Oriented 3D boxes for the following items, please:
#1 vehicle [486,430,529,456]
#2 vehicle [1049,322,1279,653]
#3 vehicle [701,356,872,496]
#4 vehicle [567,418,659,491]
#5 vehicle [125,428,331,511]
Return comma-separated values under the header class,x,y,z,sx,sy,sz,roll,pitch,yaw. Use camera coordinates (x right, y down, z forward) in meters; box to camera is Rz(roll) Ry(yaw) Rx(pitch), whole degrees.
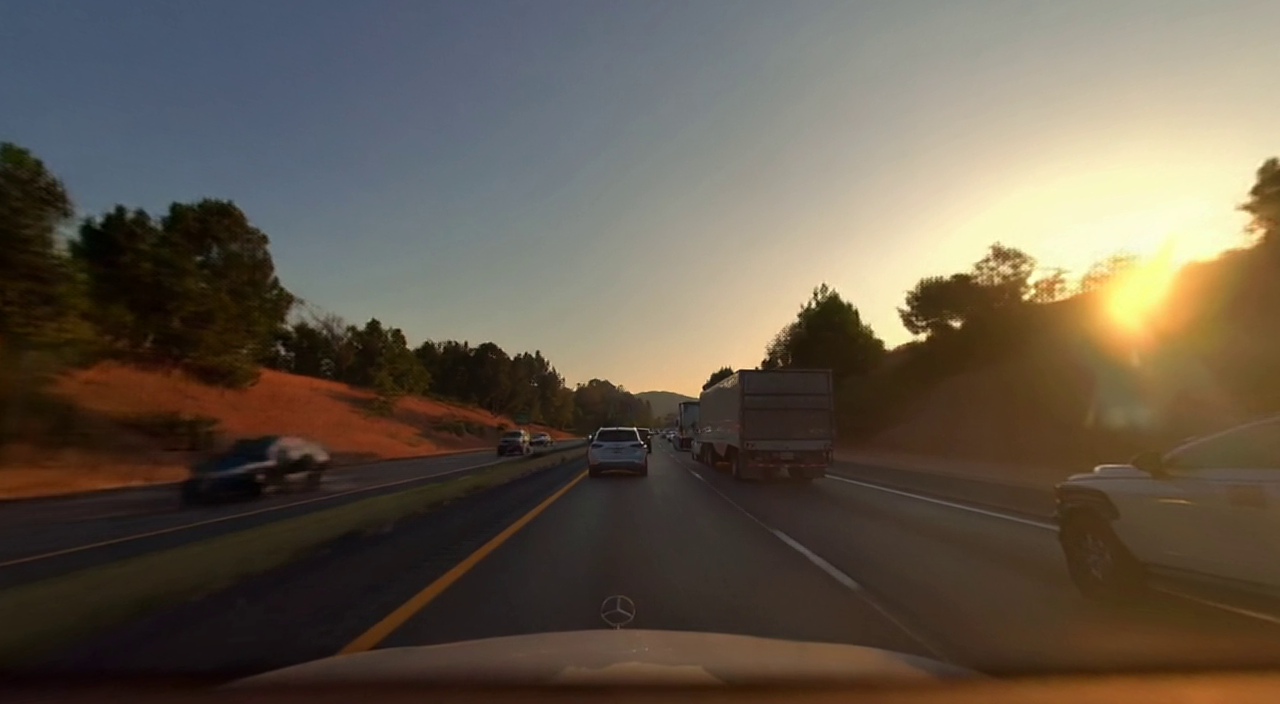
class,x,y,z,sx,sy,sz,roll,pitch,yaw
vehicle,-9.273,6.384,44.394,2.012,1.703,4.298,0,-7,1
vehicle,4.719,0.785,3.648,2.011,1.905,3.905,0,-7,0
vehicle,3.562,2.126,17.867,2.723,3.027,8.478,0,-7,-1
vehicle,-0.632,2.592,16.398,2.082,1.638,4.055,0,-7,0
vehicle,-8.923,2.529,14.185,1.911,1.570,4.036,0,-7,0
